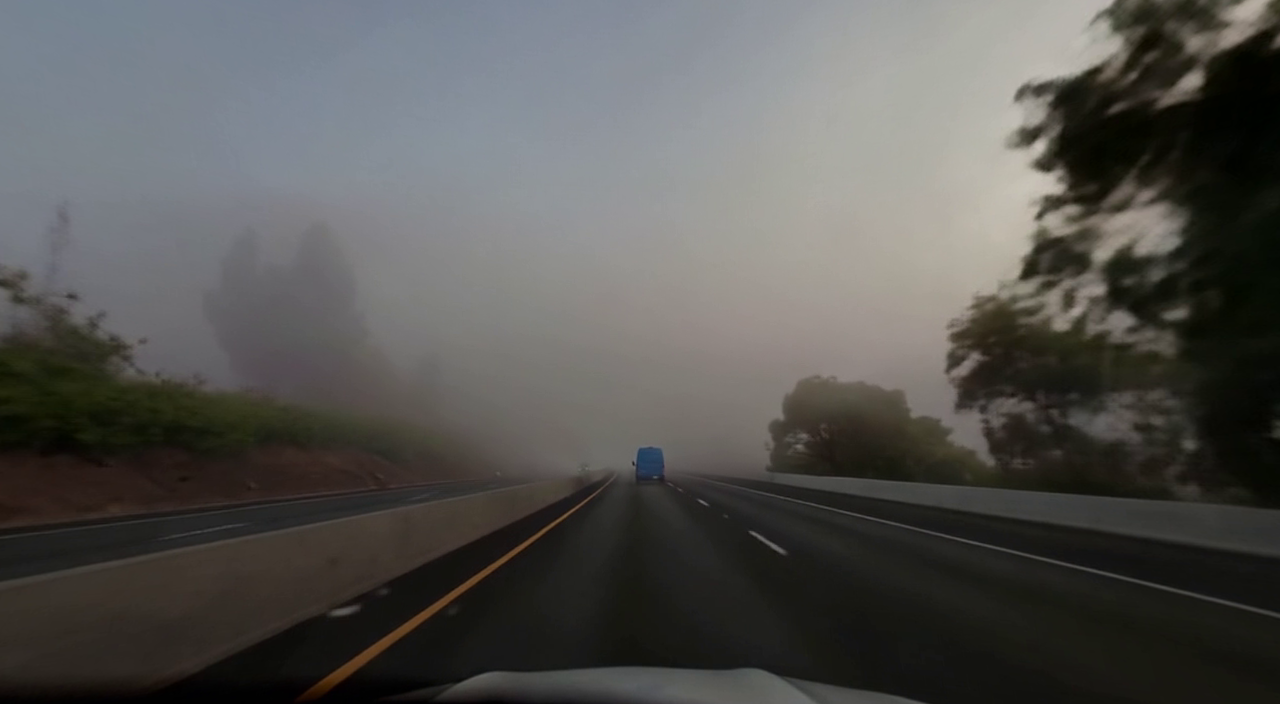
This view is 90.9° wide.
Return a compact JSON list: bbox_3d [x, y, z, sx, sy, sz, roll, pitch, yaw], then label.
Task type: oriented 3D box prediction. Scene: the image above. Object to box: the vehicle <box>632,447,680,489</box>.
[{"bbox_3d":[0.832,6.600,35.877,2.429,2.167,4.558,1,-10,-2],"label":"vehicle"}]
